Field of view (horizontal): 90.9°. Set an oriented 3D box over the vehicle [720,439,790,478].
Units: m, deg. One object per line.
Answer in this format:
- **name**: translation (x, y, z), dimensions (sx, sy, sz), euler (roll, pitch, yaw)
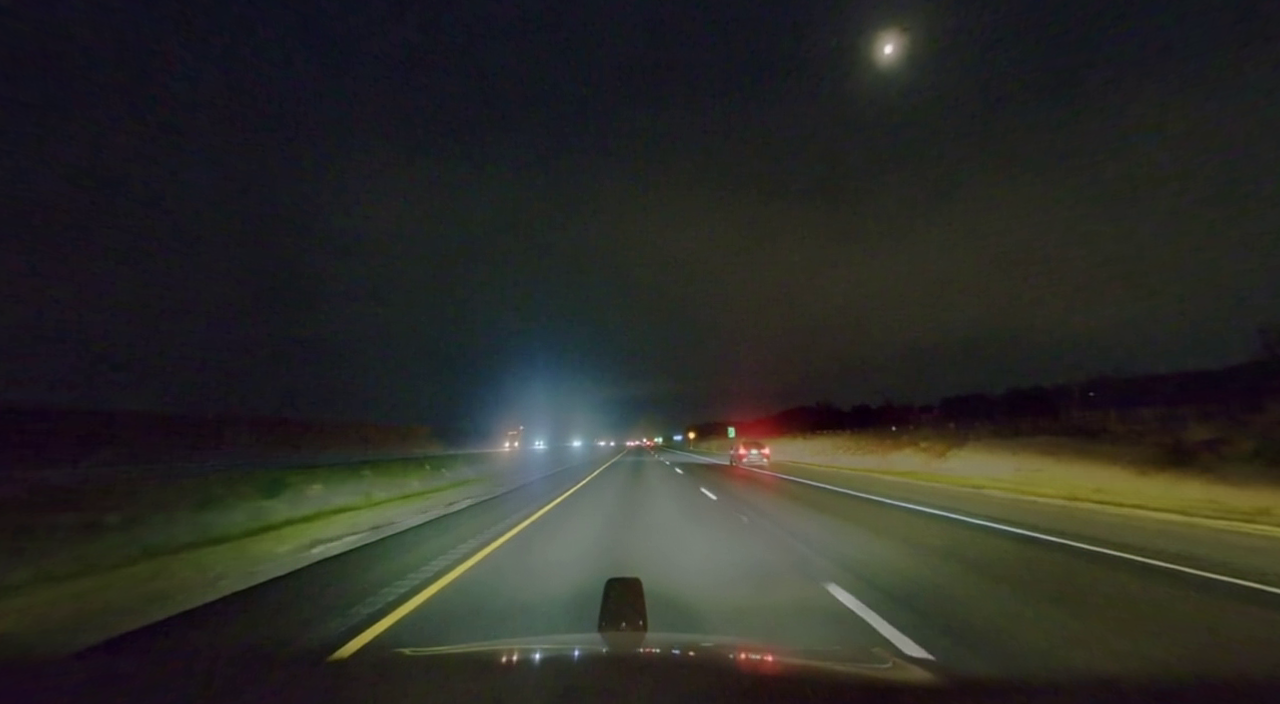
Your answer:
- **vehicle**: translation (4.661, 4.385, 26.209), dimensions (2.012, 1.476, 4.256), euler (0, -8, -1)
